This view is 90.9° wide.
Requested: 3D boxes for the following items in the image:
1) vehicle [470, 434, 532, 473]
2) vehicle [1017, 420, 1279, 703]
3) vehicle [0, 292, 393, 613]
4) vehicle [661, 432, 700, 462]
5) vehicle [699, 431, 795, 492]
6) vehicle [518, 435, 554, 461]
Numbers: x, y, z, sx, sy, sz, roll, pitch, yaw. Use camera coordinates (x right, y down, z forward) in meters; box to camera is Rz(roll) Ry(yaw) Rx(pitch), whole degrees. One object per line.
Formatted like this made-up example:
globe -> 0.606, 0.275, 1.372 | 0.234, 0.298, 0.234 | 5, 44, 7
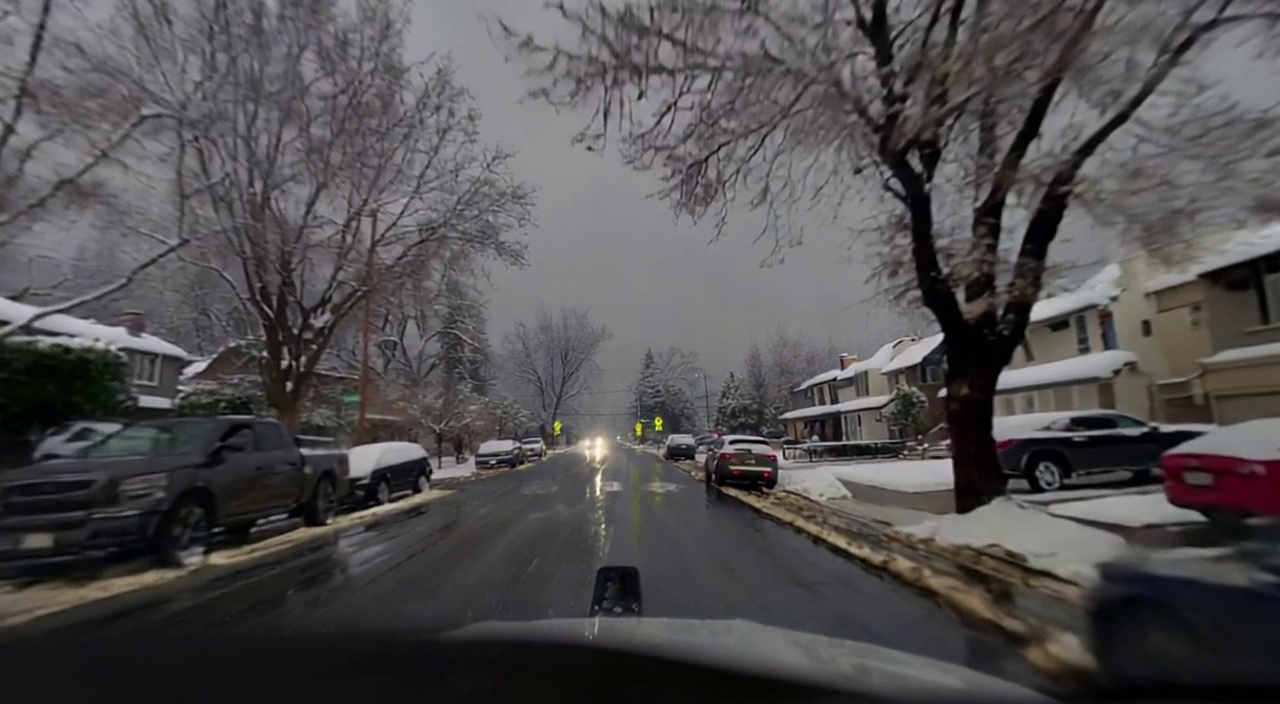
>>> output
vehicle -> -6.182, 4.543, 28.724 | 1.972, 1.502, 5.530 | 0, -7, -4
vehicle -> 3.600, 0.943, 1.828 | 1.972, 1.492, 4.506 | 1, -7, -5
vehicle -> -5.514, 1.213, 8.266 | 2.270, 2.706, 5.871 | 0, -8, -2
vehicle -> 2.326, 5.606, 37.302 | 1.997, 1.663, 4.544 | 0, -8, -1
vehicle -> 3.012, 3.166, 18.860 | 1.875, 1.568, 4.899 | 1, -7, -2
vehicle -> -6.786, 6.308, 41.547 | 1.842, 1.540, 3.704 | 0, -7, -2
